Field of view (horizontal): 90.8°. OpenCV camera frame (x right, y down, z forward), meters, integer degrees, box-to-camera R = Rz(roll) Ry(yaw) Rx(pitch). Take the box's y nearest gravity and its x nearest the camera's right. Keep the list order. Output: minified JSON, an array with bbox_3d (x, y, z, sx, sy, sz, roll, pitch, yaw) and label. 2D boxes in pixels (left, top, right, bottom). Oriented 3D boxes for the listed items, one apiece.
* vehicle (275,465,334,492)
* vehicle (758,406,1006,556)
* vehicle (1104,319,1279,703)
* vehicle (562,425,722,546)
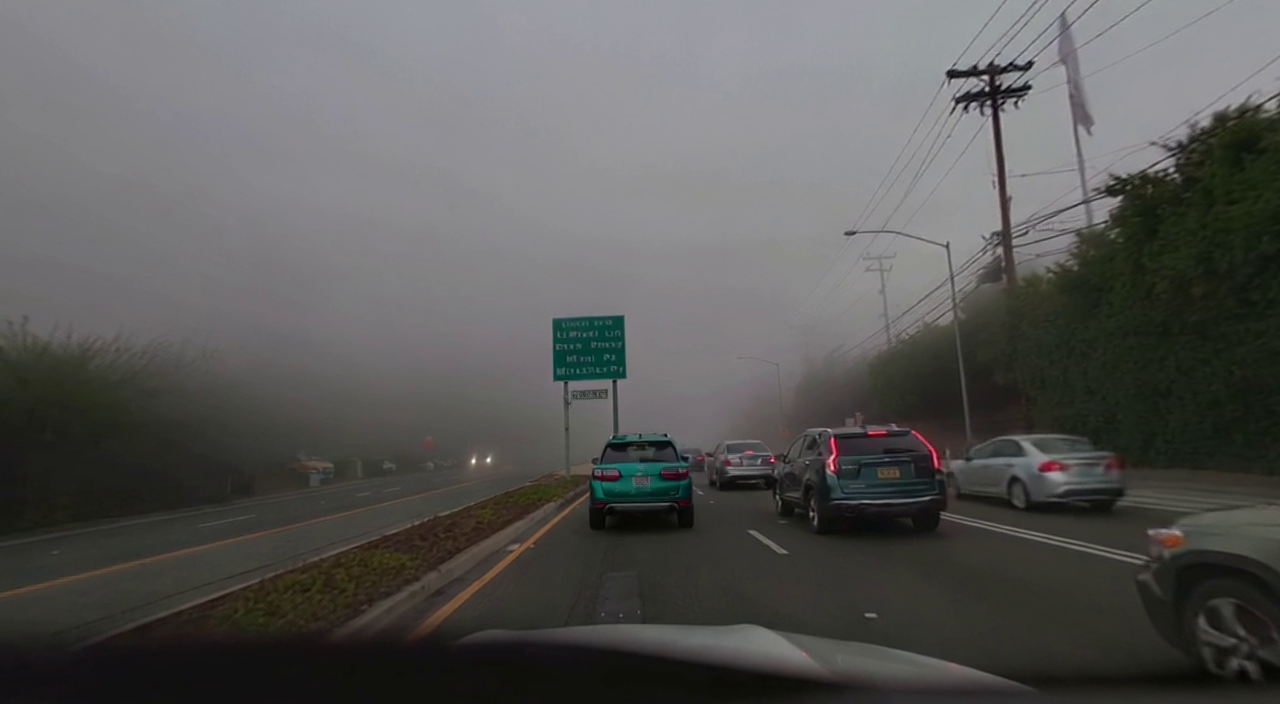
[{"bbox_3d":[-22.613,8.504,42.734,1.847,1.554,3.926,0,-8,0],"label":"vehicle"},{"bbox_3d":[3.394,1.918,10.099,2.097,1.818,4.625,0,-8,0],"label":"vehicle"},{"bbox_3d":[3.524,0.542,1.219,2.001,1.707,4.250,0,-8,0],"label":"vehicle"},{"bbox_3d":[0.006,2.159,10.888,2.199,1.641,4.232,0,-8,-1],"label":"vehicle"}]
